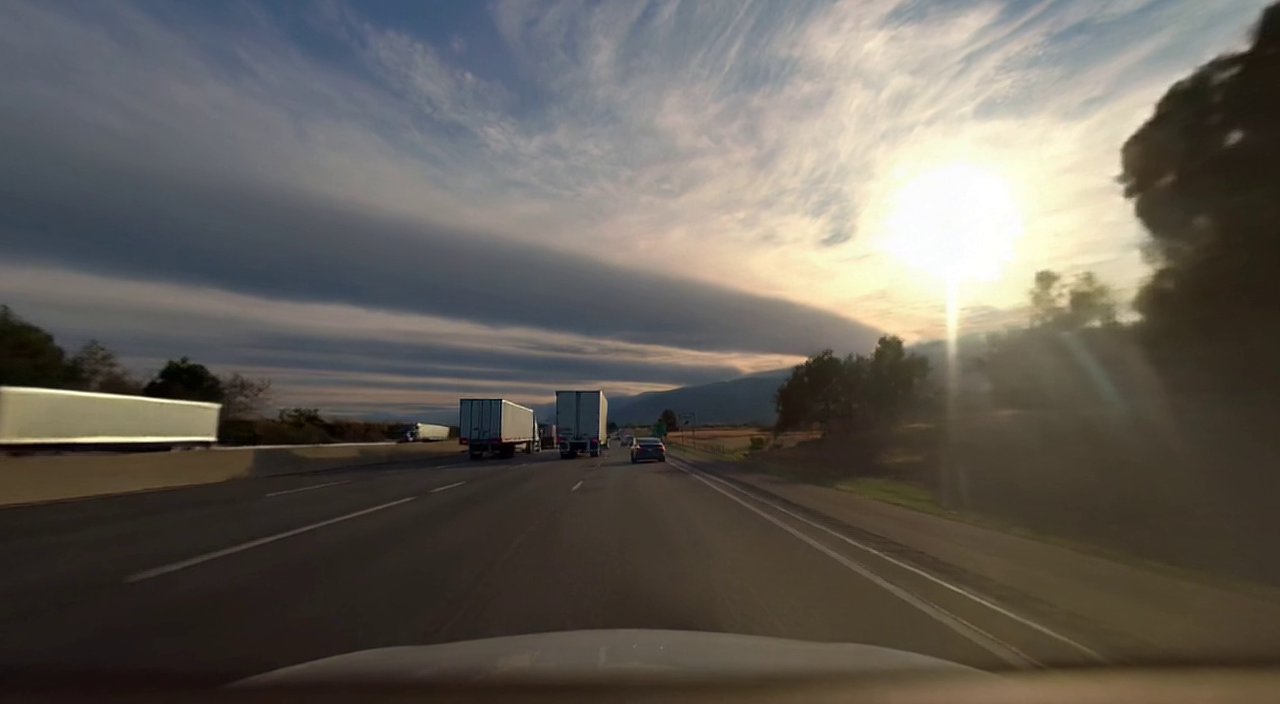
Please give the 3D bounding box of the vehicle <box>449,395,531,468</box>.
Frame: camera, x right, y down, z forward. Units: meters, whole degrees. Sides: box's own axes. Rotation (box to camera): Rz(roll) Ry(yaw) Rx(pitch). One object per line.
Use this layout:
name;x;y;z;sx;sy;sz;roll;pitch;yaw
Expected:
vehicle;-7.648;4.204;33.088;2.728;3.405;7.096;0;-8;-2

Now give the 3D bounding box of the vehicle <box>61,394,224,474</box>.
vehicle;-28.065;4.740;36.206;2.854;4.059;7.954;0;-8;-1

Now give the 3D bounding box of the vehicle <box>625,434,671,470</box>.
vehicle;0.290;4.468;28.366;1.891;1.477;3.599;0;-8;-3

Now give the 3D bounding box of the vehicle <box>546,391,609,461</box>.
vehicle;-4.045;5.503;45.283;3.475;4.037;17.454;0;-8;-2

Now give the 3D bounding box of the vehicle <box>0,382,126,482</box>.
vehicle;-27.880;3.419;26.641;2.939;4.084;11.236;0;-8;-1
